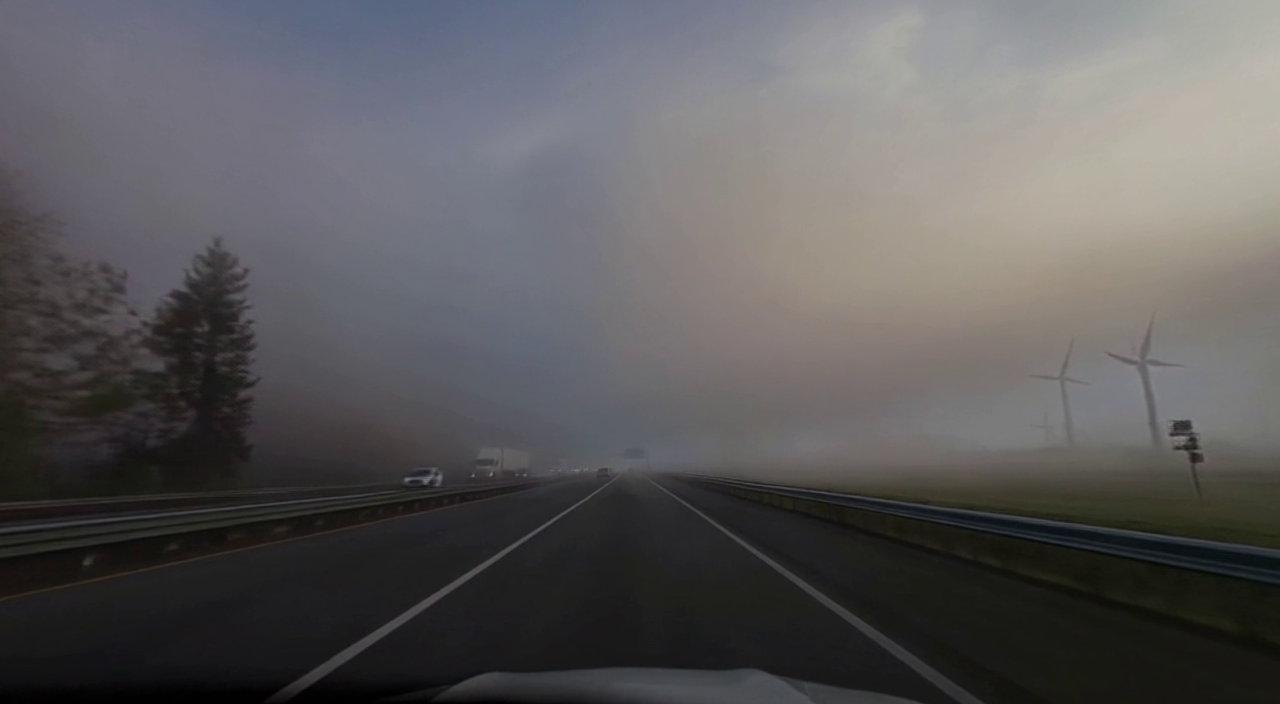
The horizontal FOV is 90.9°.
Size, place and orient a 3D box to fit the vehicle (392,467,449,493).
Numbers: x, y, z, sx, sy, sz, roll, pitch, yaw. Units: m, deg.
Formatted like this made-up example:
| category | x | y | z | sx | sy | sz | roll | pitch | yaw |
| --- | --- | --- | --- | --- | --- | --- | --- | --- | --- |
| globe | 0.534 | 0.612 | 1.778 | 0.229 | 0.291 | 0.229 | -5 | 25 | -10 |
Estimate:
| category | x | y | z | sx | sy | sz | roll | pitch | yaw |
| --- | --- | --- | --- | --- | --- | --- | --- | --- | --- |
| vehicle | -13.701 | 7.990 | 39.514 | 2.012 | 1.514 | 4.190 | 1 | -10 | 0 |
